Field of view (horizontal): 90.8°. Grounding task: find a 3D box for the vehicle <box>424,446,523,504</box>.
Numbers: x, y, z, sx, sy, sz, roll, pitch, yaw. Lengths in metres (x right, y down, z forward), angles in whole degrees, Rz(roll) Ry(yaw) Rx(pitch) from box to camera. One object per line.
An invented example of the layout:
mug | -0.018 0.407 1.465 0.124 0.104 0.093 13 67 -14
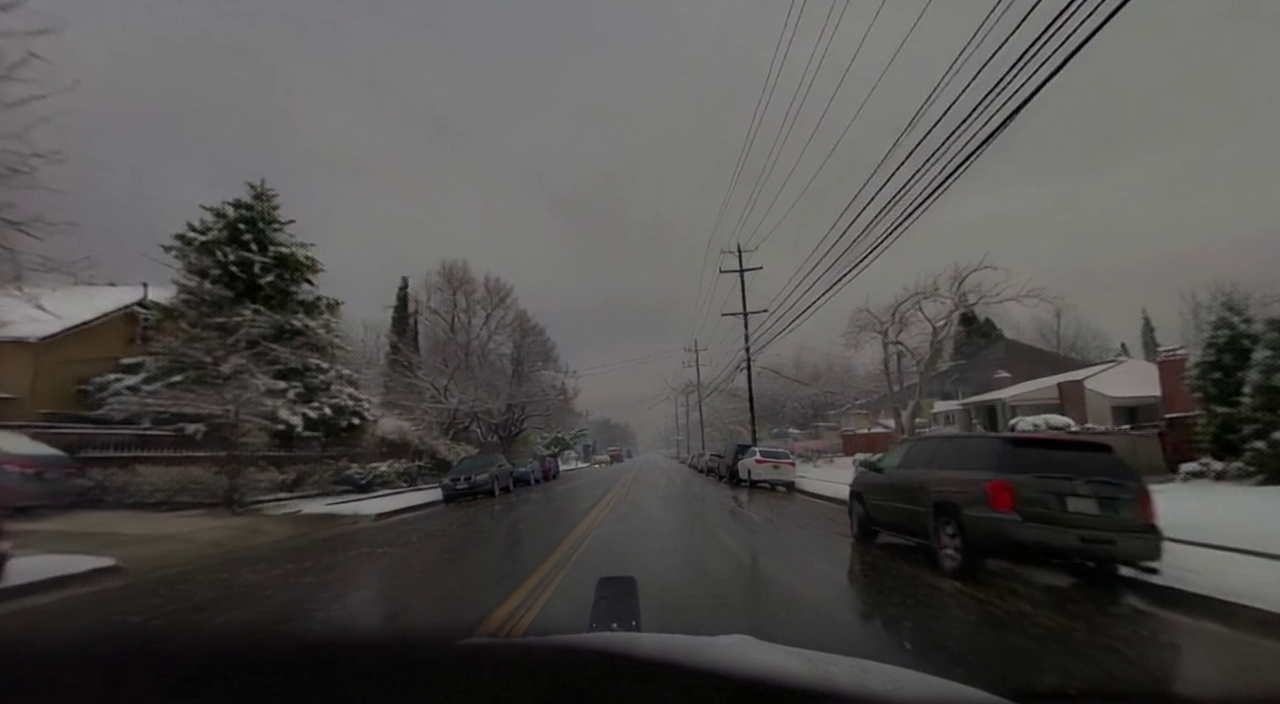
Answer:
vehicle | -5.215 3.892 20.474 1.971 1.648 4.638 0 -9 0

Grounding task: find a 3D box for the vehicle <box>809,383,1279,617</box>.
vehicle | 4.421 1.746 8.574 2.547 2.075 5.693 0 -9 -1

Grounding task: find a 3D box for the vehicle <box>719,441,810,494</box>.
vehicle | 4.896 4.663 26.028 2.462 1.894 6.076 0 -9 0
